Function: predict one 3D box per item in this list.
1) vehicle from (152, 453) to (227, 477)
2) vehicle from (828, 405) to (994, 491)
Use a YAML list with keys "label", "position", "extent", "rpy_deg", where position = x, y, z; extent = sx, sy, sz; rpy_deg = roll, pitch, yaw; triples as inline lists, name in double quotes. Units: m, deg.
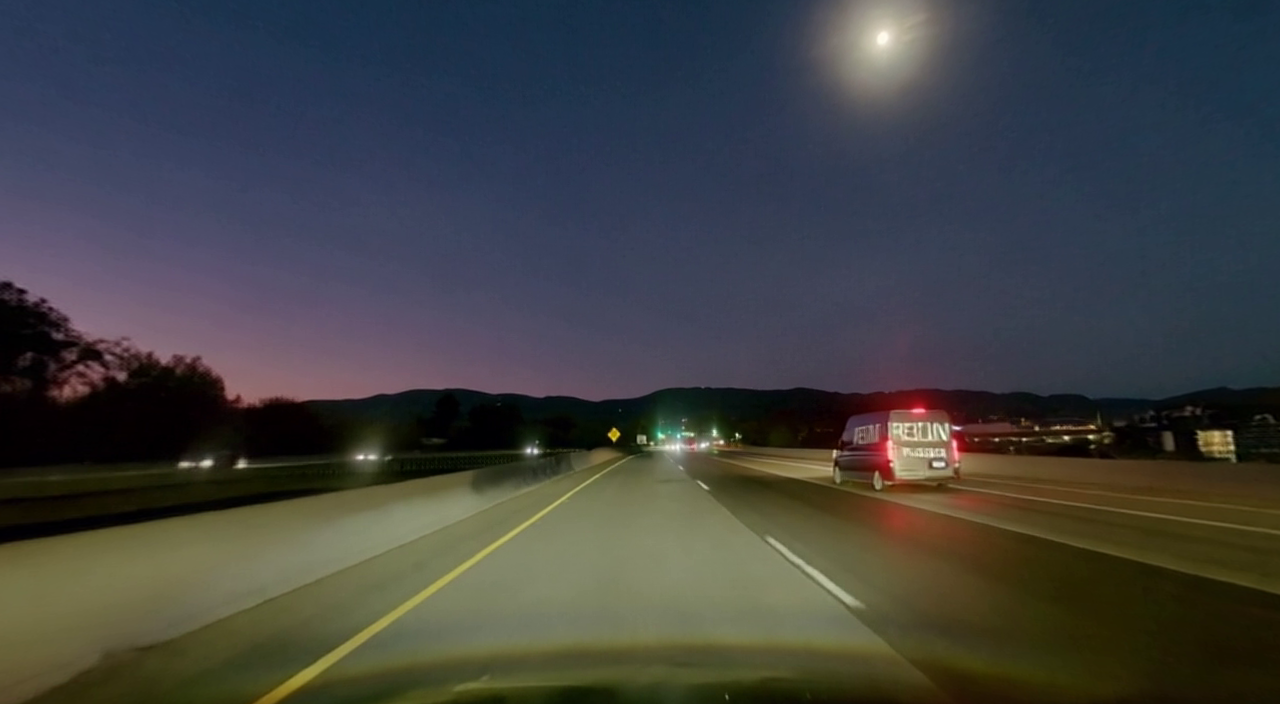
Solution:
- label: "vehicle"
  position: [-31.708, 7.945, 44.561]
  extent: [1.785, 1.472, 4.603]
  rpy_deg: [0, -8, 1]
- label: "vehicle"
  position: [7.375, 2.693, 18.042]
  extent: [2.275, 2.059, 5.543]
  rpy_deg: [0, -8, 0]
